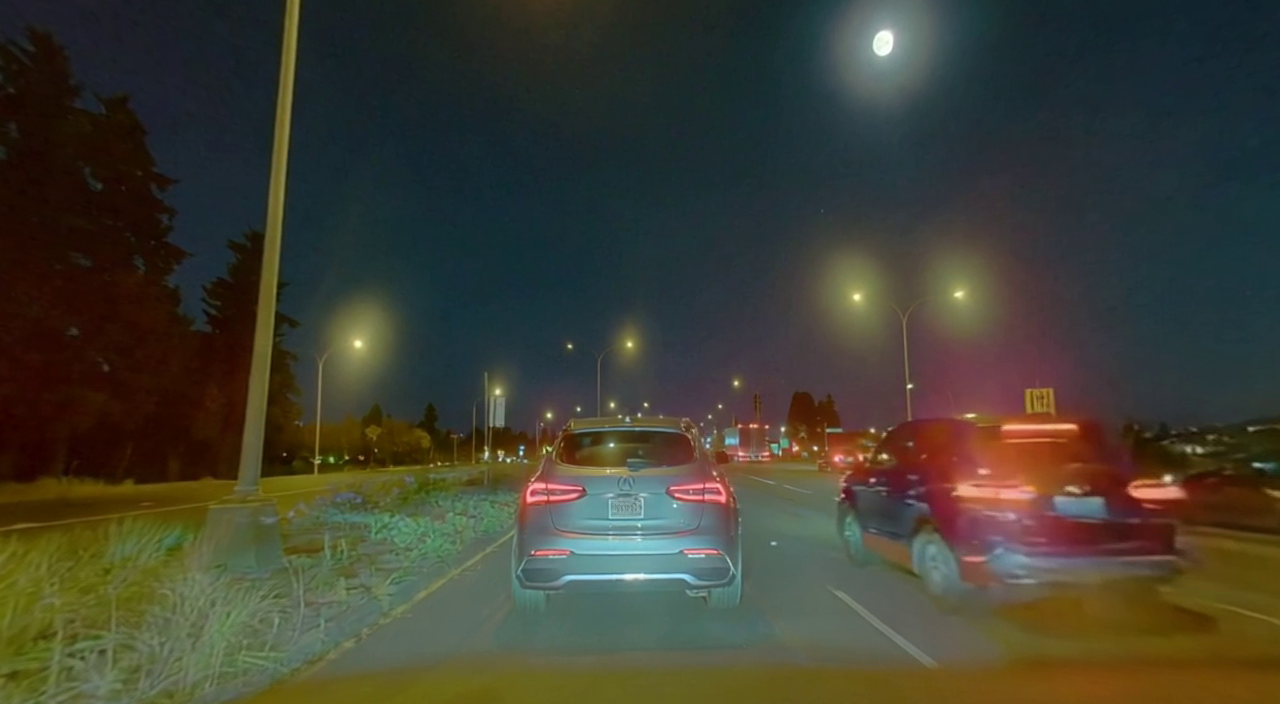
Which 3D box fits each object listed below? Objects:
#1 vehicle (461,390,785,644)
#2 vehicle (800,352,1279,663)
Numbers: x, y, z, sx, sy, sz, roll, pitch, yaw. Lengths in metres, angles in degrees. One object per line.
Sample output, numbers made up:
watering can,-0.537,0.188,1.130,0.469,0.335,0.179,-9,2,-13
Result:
vehicle,-0.161,1.407,6.327,2.172,1.694,4.055,0,-8,-2
vehicle,3.613,1.356,6.680,2.388,1.932,5.410,0,-8,0
